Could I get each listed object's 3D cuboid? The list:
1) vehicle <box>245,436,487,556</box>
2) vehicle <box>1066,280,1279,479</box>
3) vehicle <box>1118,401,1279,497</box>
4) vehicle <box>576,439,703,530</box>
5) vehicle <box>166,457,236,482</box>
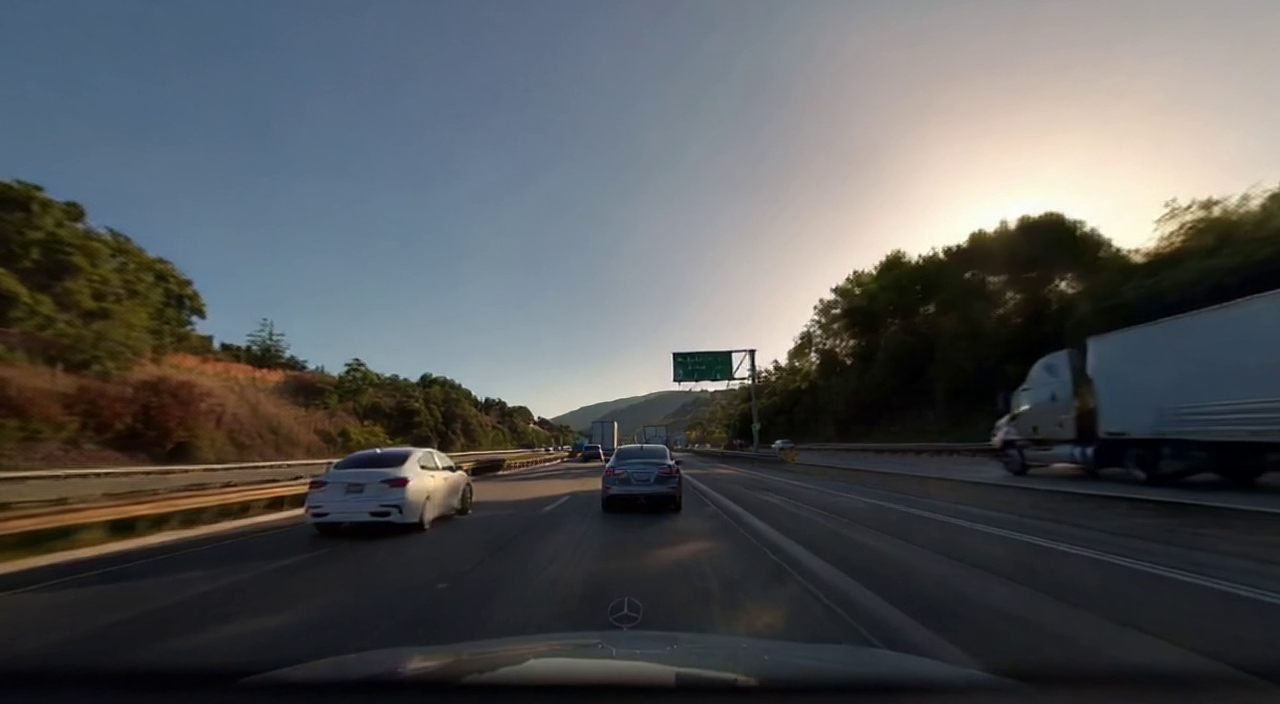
[{"bbox_3d":[-4.026,2.178,10.249,1.929,1.509,4.331,0,-9,1],"label":"vehicle"},{"bbox_3d":[14.734,0.581,13.157,2.825,4.085,12.815,0,-9,1],"label":"vehicle"},{"bbox_3d":[11.089,1.736,11.259,1.892,1.504,4.000,0,-9,0],"label":"vehicle"},{"bbox_3d":[-0.013,2.460,12.249,2.057,1.449,3.931,0,-9,0],"label":"vehicle"},{"bbox_3d":[-27.045,7.233,38.910,1.691,1.381,3.503,0,-9,2],"label":"vehicle"}]
